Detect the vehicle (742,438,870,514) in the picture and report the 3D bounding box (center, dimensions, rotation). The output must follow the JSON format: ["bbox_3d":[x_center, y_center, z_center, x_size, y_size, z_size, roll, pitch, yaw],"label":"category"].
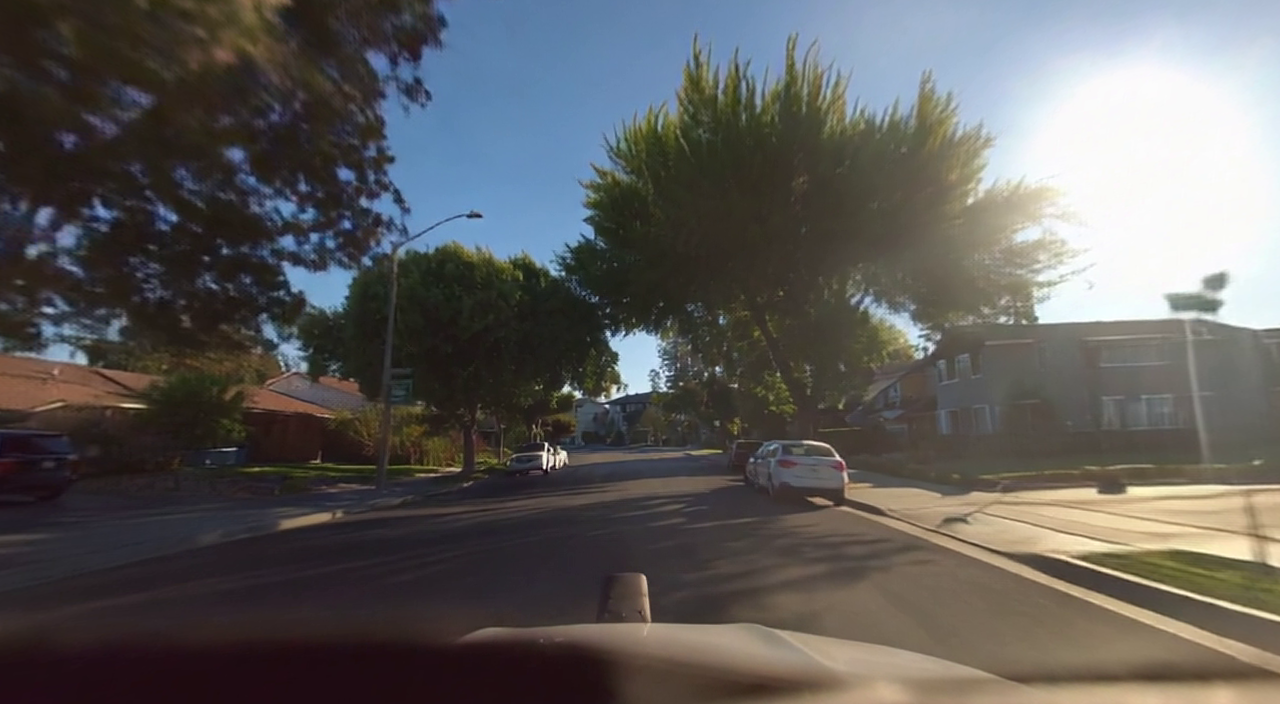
[{"bbox_3d":[3.617,2.751,14.647,2.088,1.429,4.796,-1,-8,6],"label":"vehicle"}]

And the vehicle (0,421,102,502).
[{"bbox_3d":[-15.016,2.421,14.100,4.582,1.616,1.869,-2,-8,11],"label":"vehicle"}]

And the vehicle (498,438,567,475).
[{"bbox_3d":[-5.021,5.039,29.921,1.943,1.433,4.717,-6,-11,5],"label":"vehicle"}]
